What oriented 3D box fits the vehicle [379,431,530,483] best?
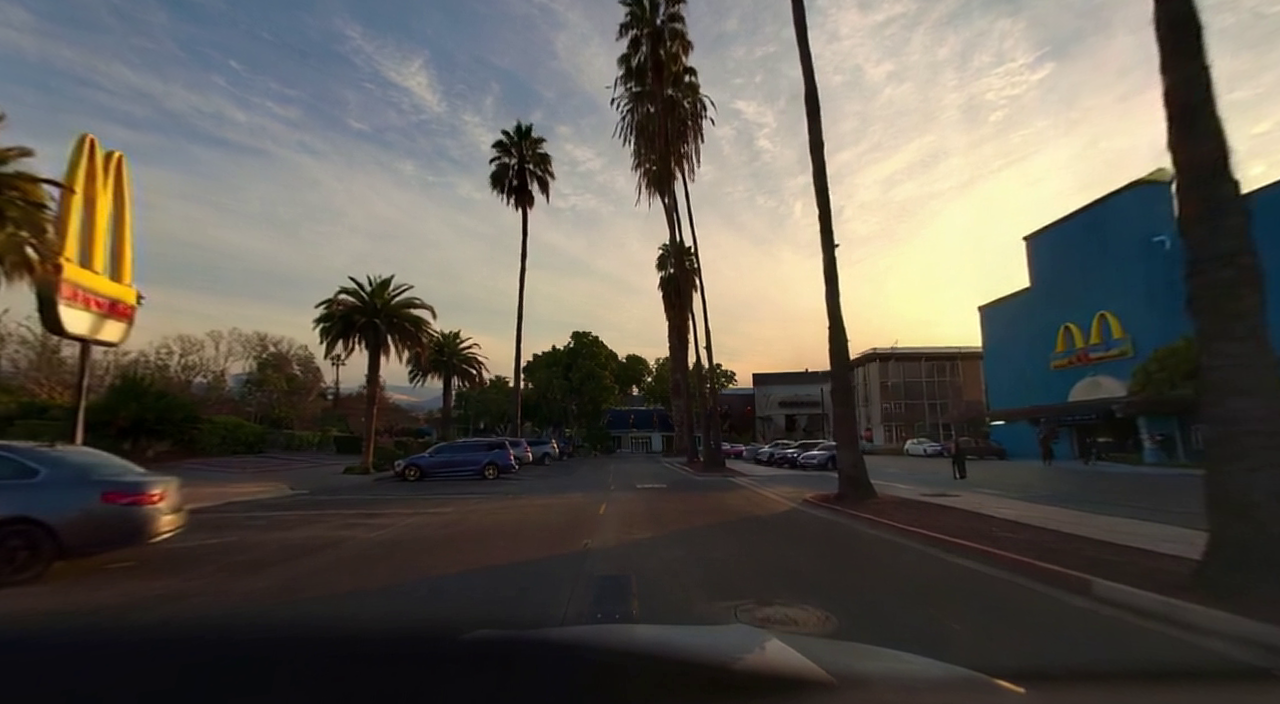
[{"bbox_3d":[-7.228,4.107,24.806,5.210,1.834,2.281,5,-11,-30],"label":"vehicle"}]

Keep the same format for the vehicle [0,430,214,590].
[{"bbox_3d":[-7.496,1.593,6.572,4.838,1.521,2.105,5,-11,-30],"label":"vehicle"}]

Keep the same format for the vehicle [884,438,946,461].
[{"bbox_3d":[20.889,7.458,48.017,4.120,1.659,1.894,-5,-10,28],"label":"vehicle"}]

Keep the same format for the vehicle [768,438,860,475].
[{"bbox_3d":[9.120,5.462,33.067,4.509,1.759,2.077,5,-11,-31],"label":"vehicle"}]
